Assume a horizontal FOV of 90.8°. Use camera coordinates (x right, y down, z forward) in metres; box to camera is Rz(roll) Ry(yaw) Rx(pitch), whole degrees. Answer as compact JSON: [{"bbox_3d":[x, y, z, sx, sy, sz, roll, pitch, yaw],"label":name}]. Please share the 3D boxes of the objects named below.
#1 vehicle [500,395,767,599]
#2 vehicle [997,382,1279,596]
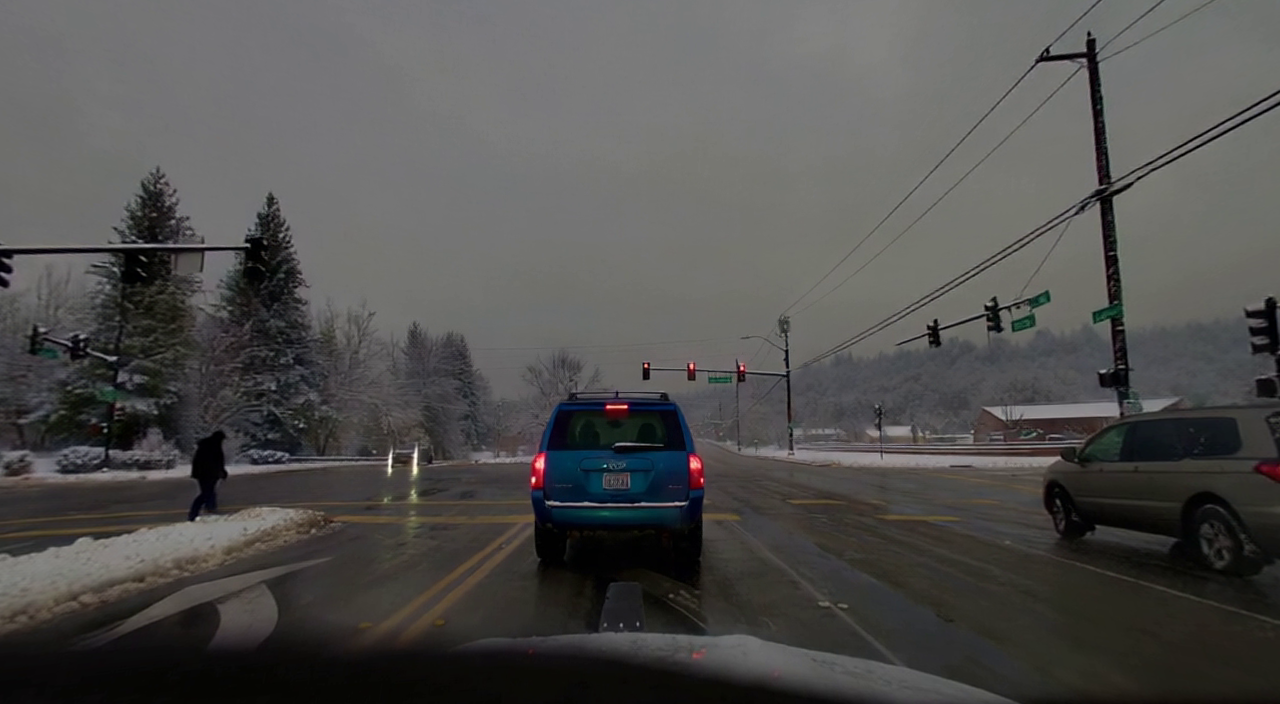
[{"bbox_3d":[-0.093,1.561,7.636,2.285,1.729,4.252,0,-9,-1],"label":"vehicle"},{"bbox_3d":[6.574,1.445,7.237,2.119,1.827,4.806,0,-9,0],"label":"vehicle"}]
